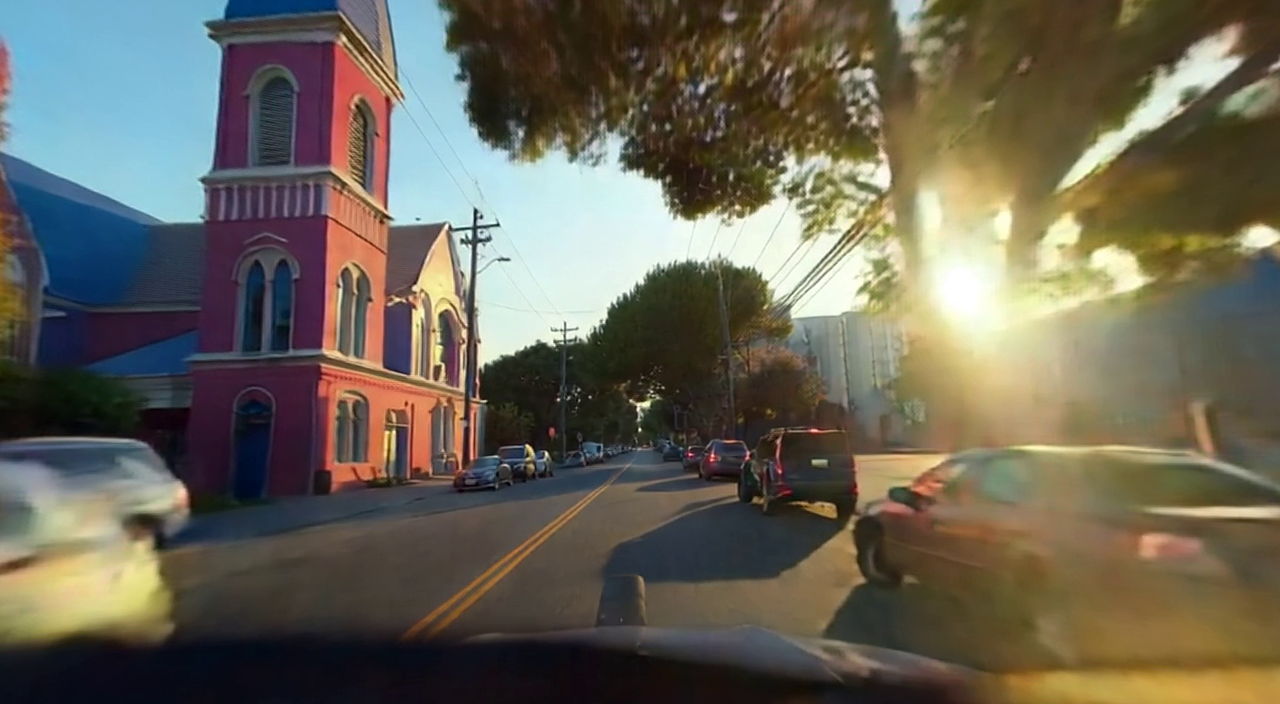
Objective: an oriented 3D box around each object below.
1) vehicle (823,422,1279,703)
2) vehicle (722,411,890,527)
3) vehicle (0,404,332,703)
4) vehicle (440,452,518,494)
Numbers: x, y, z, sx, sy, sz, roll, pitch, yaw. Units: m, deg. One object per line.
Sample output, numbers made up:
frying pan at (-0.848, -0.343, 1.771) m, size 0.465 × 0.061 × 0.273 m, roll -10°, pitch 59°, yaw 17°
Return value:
vehicle at (3.088, 1.366, 4.769) m, size 1.966 × 1.471 × 4.552 m, roll 0°, pitch -9°, yaw -1°
vehicle at (3.191, 2.397, 13.441) m, size 2.263 × 1.996 × 4.870 m, roll 0°, pitch -9°, yaw 0°
vehicle at (-3.083, 0.903, 1.804) m, size 2.036 × 1.515 × 4.437 m, roll -1°, pitch -9°, yaw 2°
vehicle at (-6.310, 4.758, 25.324) m, size 1.844 × 1.486 × 4.474 m, roll 0°, pitch -9°, yaw 2°
